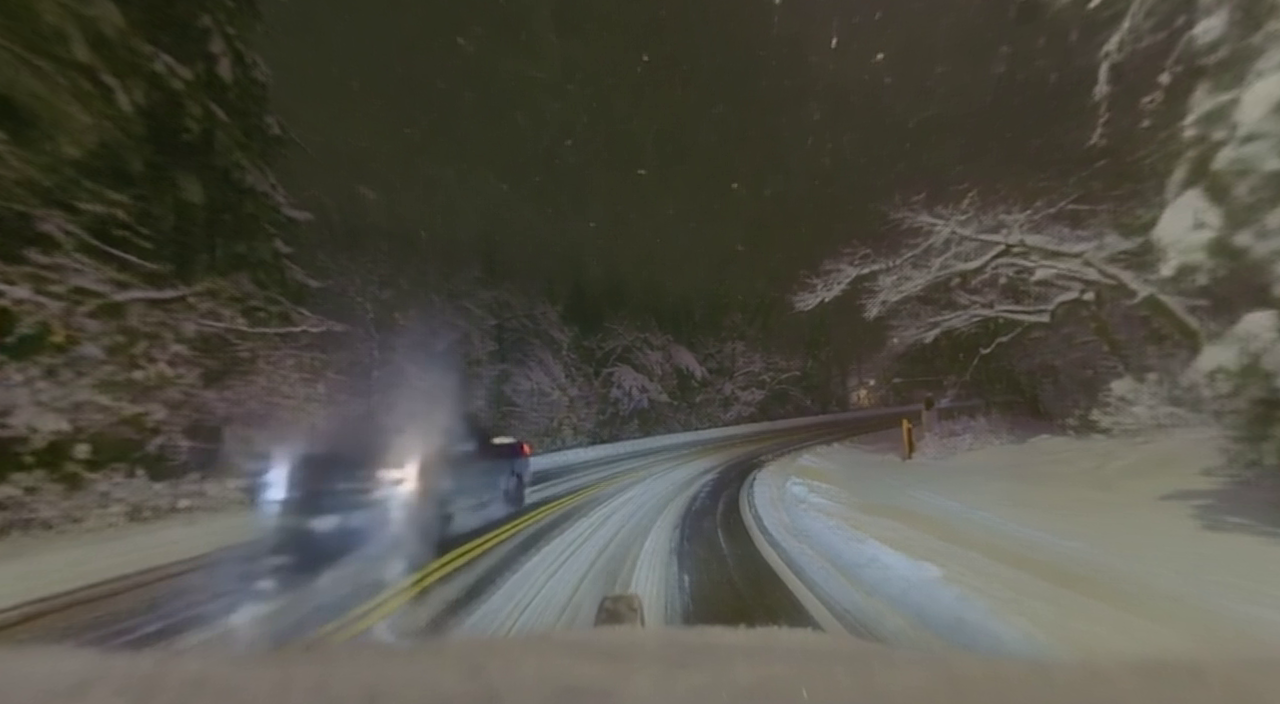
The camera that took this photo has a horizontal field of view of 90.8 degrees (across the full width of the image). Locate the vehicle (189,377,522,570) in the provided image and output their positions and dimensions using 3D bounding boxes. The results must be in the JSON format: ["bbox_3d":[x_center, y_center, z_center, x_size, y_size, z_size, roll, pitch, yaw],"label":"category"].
[{"bbox_3d":[-3.381,1.594,8.943,2.095,1.939,4.857,-1,-9,5],"label":"vehicle"}]
